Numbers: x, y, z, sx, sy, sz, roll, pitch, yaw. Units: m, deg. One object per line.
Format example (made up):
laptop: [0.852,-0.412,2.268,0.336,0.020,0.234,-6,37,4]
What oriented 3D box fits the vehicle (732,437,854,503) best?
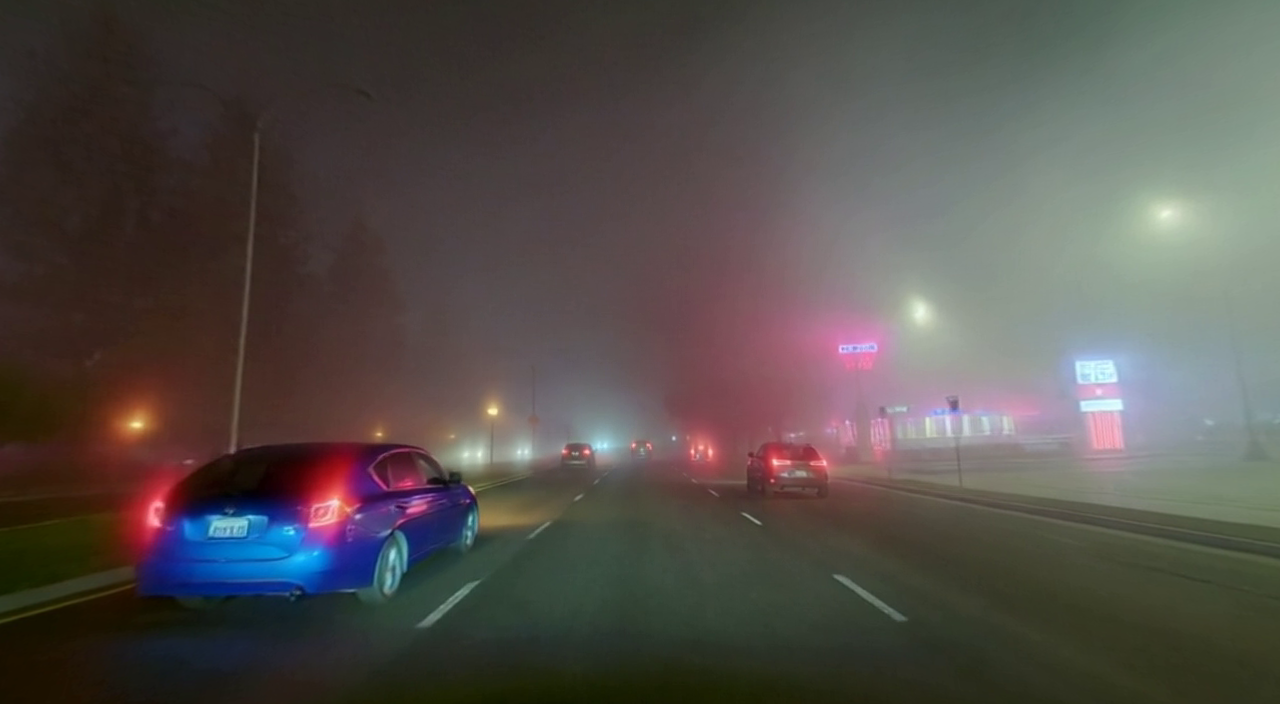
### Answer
vehicle: [3.870,3.063,16.885,2.036,1.480,4.659,0,-8,-1]

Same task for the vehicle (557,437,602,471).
vehicle: [-3.218,5.559,34.508,1.981,1.731,4.360,0,-8,1]

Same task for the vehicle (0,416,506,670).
vehicle: [-2.949,1.480,6.202,2.082,1.460,4.922,0,-8,1]
